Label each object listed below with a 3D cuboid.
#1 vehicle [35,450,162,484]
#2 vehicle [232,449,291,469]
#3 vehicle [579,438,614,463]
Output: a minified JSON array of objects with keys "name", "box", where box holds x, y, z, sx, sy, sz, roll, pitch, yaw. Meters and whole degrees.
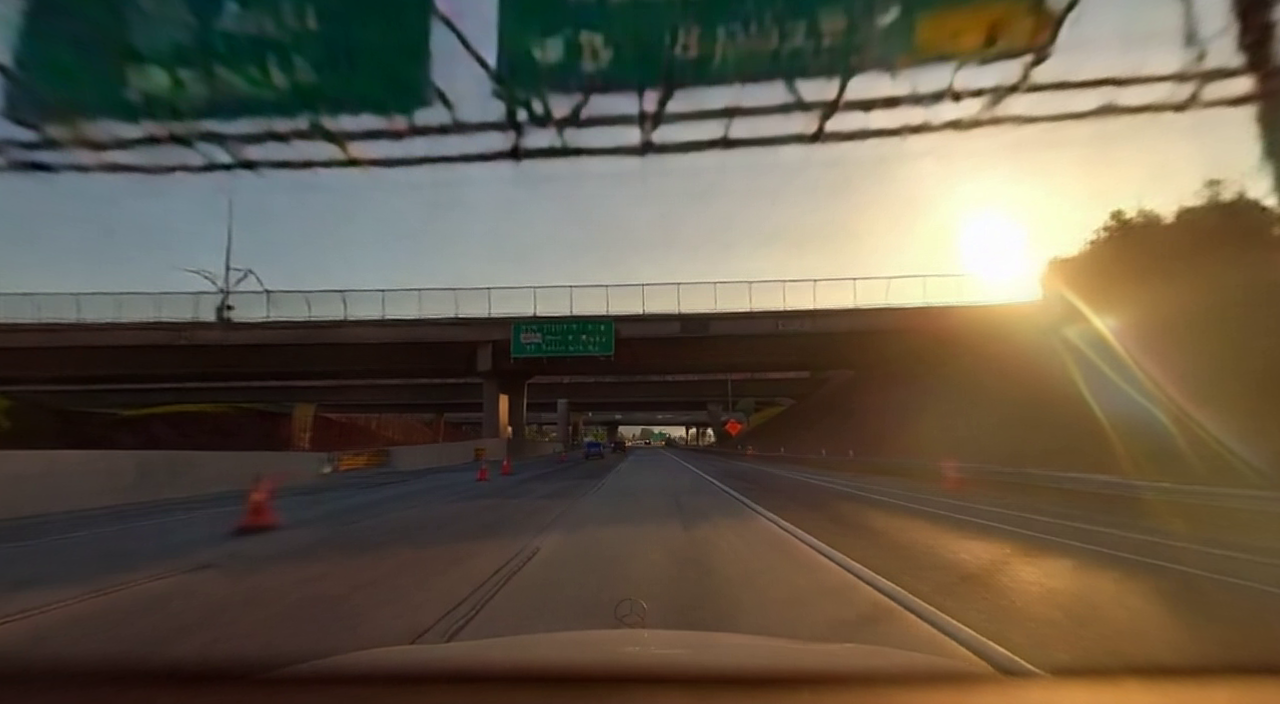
[{"name":"vehicle","box":[-26.411,5.587,30.888,1.932,1.497,4.776,0,-8,1]},{"name":"vehicle","box":[-29.911,8.450,49.819,1.837,1.449,4.489,0,-8,1]},{"name":"vehicle","box":[-3.025,6.950,44.477,2.078,1.629,4.059,0,-8,1]}]
